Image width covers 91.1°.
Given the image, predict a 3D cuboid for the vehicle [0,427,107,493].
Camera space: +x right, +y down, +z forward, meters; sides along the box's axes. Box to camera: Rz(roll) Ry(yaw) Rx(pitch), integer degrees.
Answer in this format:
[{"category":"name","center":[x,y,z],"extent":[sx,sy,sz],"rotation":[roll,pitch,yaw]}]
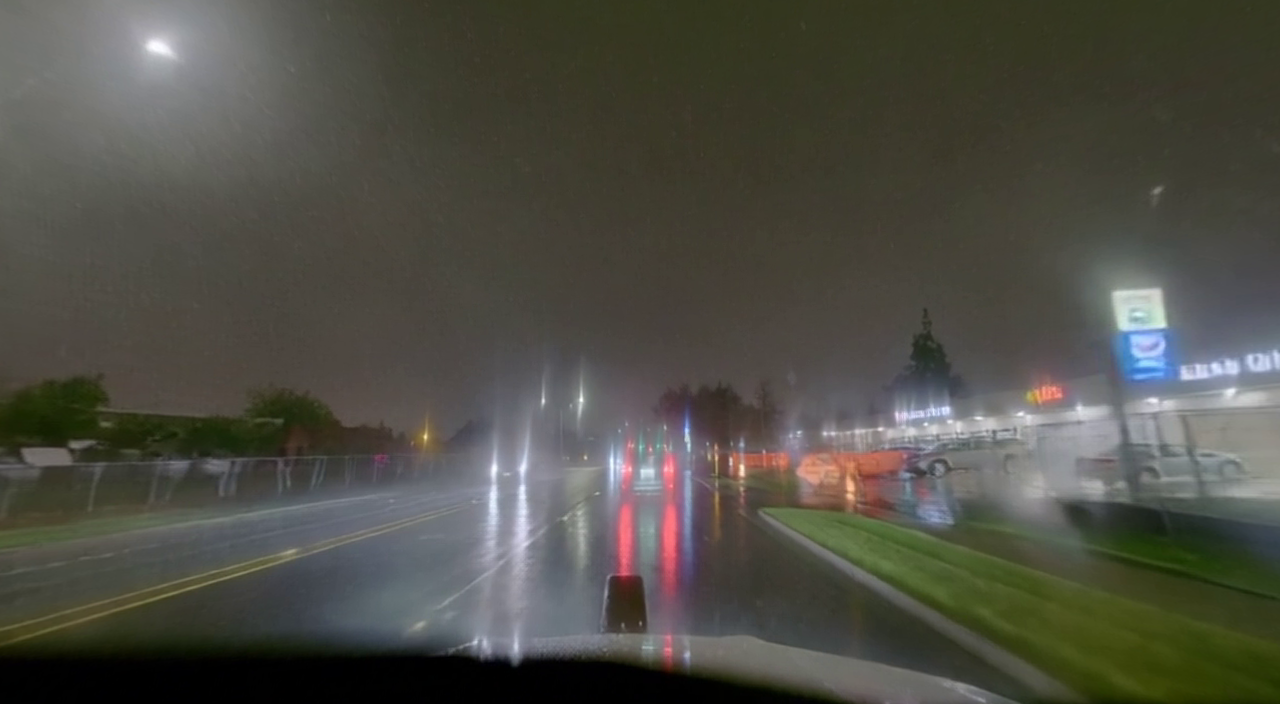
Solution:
[{"category":"vehicle","center":[-31.636,5.426,31.804],"extent":[2.945,3.103,6.716],"rotation":[-1,-8,5]}]

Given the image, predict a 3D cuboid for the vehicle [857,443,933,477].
[{"category":"vehicle","center":[12.120,5.161,30.208],"extent":[1.970,1.501,4.514],"rotation":[-1,-9,3]}]

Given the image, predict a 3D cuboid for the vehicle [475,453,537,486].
[{"category":"vehicle","center":[-6.589,5.815,31.343],"extent":[2.034,1.499,4.236],"rotation":[0,-9,2]}]

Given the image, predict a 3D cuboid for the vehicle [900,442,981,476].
[{"category":"vehicle","center":[14.419,5.149,30.409],"extent":[1.897,1.511,4.250],"rotation":[0,-9,2]}]

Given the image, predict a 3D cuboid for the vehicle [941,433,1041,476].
[{"category":"vehicle","center":[16.390,4.800,29.629],"extent":[2.101,1.825,4.700],"rotation":[0,-9,2]}]

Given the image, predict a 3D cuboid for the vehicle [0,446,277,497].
[{"category":"vehicle","center":[-27.518,6.663,36.331],"extent":[2.951,2.274,15.187],"rotation":[-1,-9,5]}]

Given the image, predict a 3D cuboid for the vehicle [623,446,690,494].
[{"category":"vehicle","center":[0.519,4.075,22.057],"extent":[2.144,1.514,4.063],"rotation":[0,-9,0]}]
